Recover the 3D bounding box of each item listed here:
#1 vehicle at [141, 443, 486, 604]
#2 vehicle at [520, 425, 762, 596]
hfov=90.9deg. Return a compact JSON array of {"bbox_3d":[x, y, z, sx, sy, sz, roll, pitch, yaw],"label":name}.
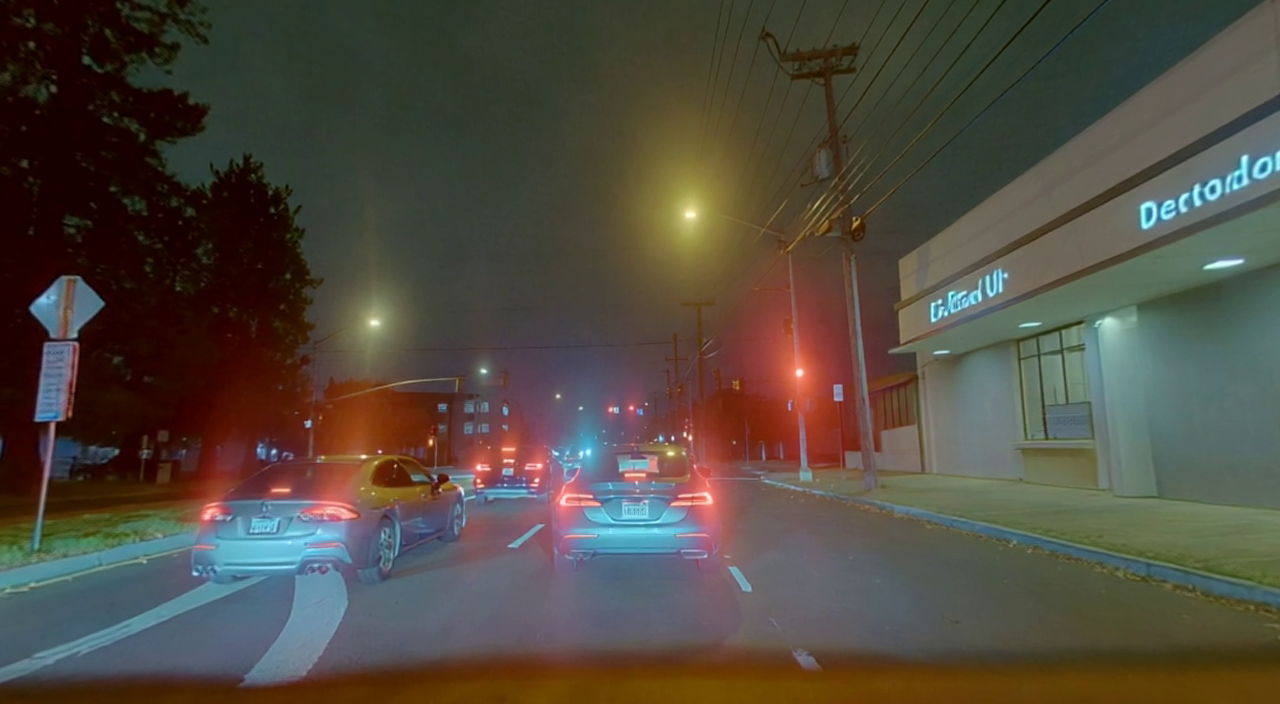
[{"bbox_3d":[-3.234,1.739,7.319,1.765,1.319,4.013,0,-9,2],"label":"vehicle"},{"bbox_3d":[-0.003,1.679,7.525,2.101,1.469,3.955,0,-9,0],"label":"vehicle"}]
